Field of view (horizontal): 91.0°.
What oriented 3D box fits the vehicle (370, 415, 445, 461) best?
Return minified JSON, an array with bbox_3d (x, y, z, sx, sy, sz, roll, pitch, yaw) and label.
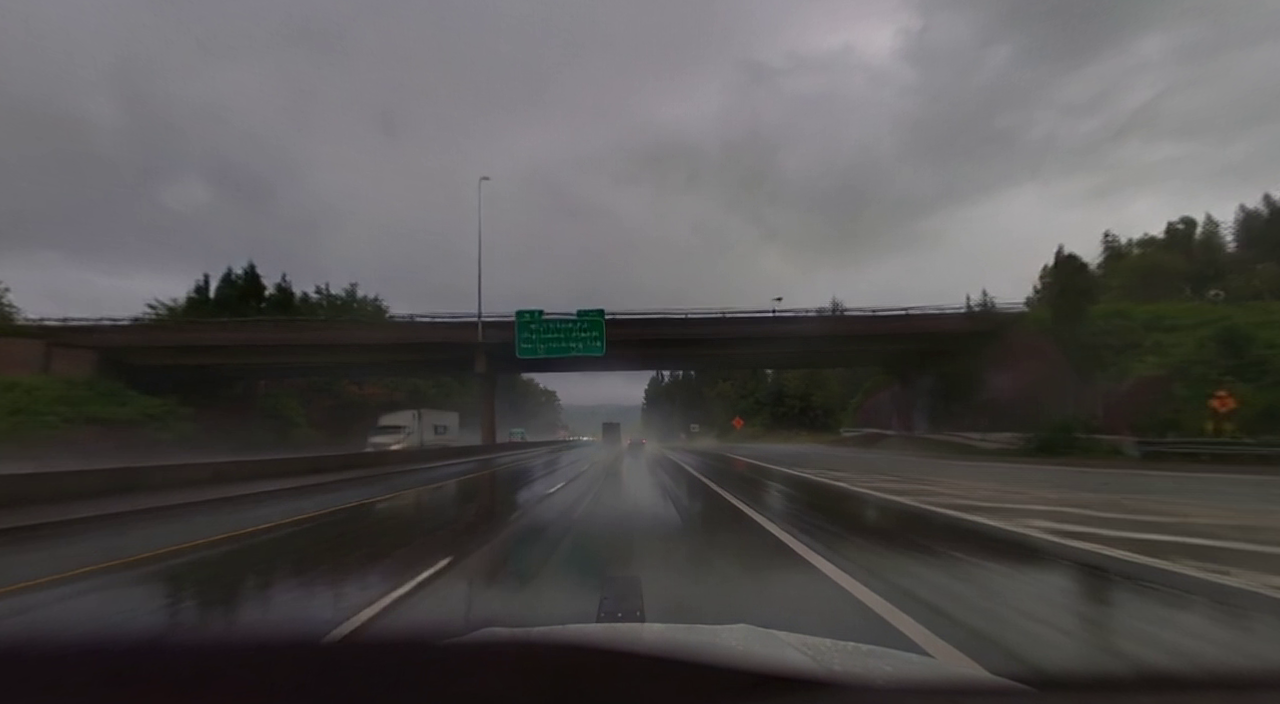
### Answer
[{"bbox_3d":[-16.873,6.325,46.276,2.477,3.056,7.996,0,-8,0],"label":"vehicle"}]
